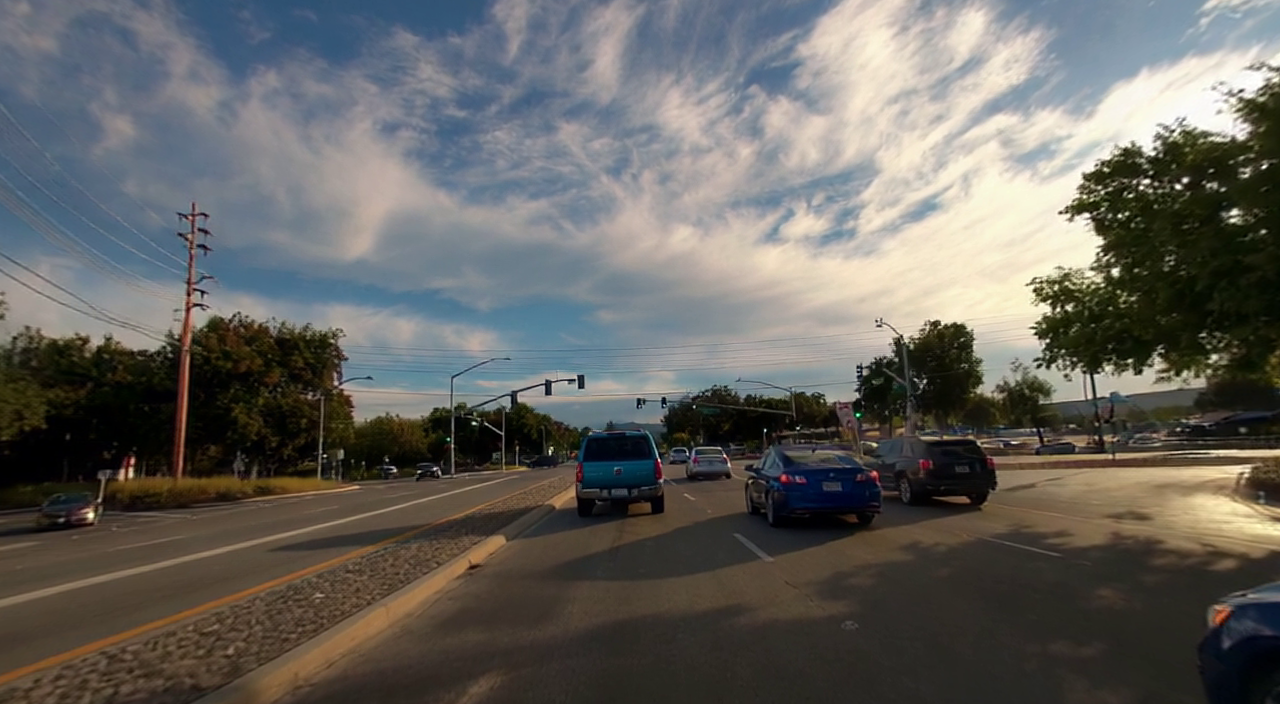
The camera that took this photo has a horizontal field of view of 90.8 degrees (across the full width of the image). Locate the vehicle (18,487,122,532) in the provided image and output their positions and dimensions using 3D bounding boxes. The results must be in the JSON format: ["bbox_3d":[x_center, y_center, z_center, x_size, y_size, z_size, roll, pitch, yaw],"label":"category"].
[{"bbox_3d":[-26.810,7.405,29.714,4.526,1.715,1.989,-10,-13,26],"label":"vehicle"}]

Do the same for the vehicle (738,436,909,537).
[{"bbox_3d":[3.274,2.478,12.332,1.880,1.579,4.401,0,-9,-2],"label":"vehicle"}]

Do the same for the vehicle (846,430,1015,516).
[{"bbox_3d":[6.746,2.849,15.329,1.929,1.753,4.396,0,-9,-1],"label":"vehicle"}]

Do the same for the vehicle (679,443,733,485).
[{"bbox_3d":[2.904,5.032,28.642,1.915,1.765,4.047,0,-9,-2],"label":"vehicle"}]

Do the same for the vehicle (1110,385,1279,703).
[{"bbox_3d":[3.260,0.663,0.837,1.889,1.517,4.308,0,-9,-1],"label":"vehicle"}]

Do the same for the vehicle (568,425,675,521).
[{"bbox_3d":[-0.453,2.866,15.445,2.231,1.998,4.254,0,-9,-2],"label":"vehicle"}]
